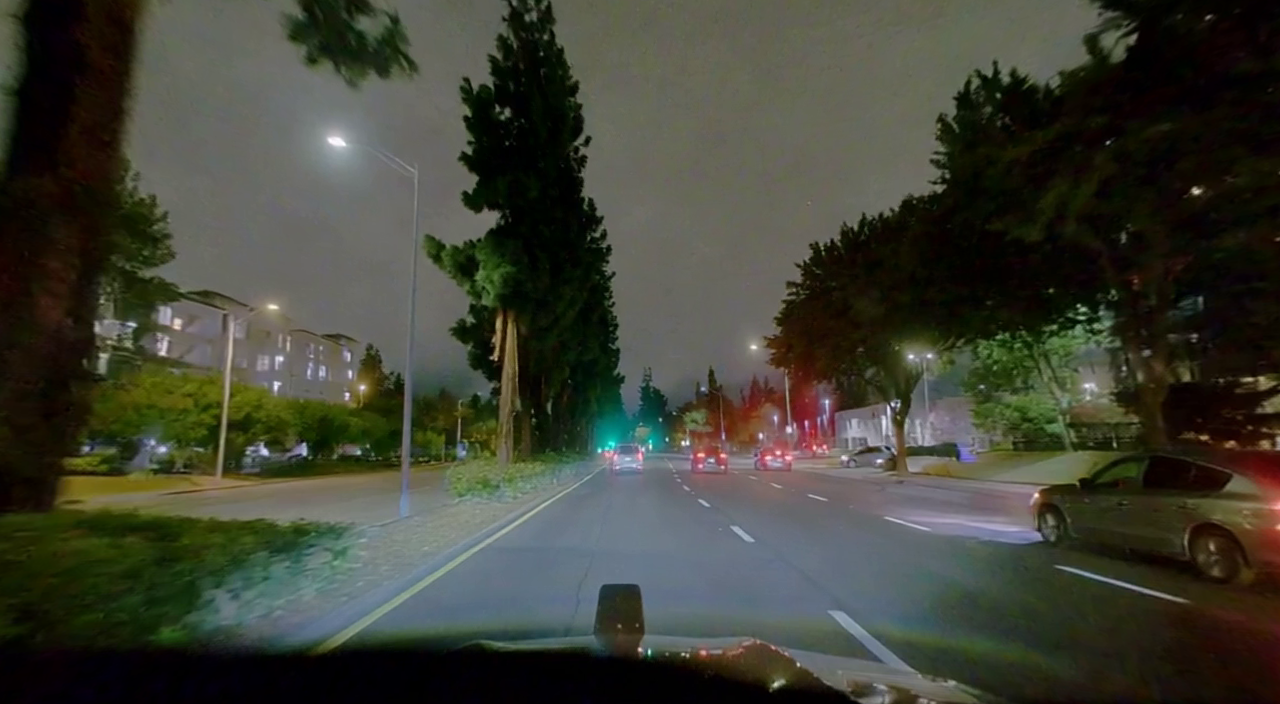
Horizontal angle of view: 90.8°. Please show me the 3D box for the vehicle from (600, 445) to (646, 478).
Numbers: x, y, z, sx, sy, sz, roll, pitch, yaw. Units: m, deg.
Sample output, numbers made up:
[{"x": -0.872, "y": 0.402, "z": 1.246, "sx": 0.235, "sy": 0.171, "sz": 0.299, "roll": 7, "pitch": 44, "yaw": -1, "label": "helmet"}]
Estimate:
[{"x": -0.751, "y": 5.243, "z": 30.608, "sx": 2.077, "sy": 1.477, "sz": 3.897, "roll": 0, "pitch": -8, "yaw": 0, "label": "vehicle"}]

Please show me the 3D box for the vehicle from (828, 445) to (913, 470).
[{"x": 14.248, "y": 6.556, "z": 39.279, "sx": 4.541, "sy": 1.487, "sz": 1.886, "roll": -1, "pitch": -8, "yaw": 4, "label": "vehicle"}]

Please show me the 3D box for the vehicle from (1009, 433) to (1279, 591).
[{"x": 7.096, "y": 1.836, "z": 8.051, "sx": 1.888, "sy": 1.508, "sz": 4.646, "roll": 0, "pitch": -8, "yaw": -1, "label": "vehicle"}]

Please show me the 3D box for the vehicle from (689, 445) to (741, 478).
[{"x": 3.542, "y": 5.250, "z": 30.512, "sx": 2.020, "sy": 1.472, "sz": 3.958, "roll": 0, "pitch": -8, "yaw": 0, "label": "vehicle"}]

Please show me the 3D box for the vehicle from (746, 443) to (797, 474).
[{"x": 7.537, "y": 6.156, "z": 36.675, "sx": 1.945, "sy": 1.687, "sz": 4.292, "roll": 0, "pitch": -8, "yaw": -1, "label": "vehicle"}]
